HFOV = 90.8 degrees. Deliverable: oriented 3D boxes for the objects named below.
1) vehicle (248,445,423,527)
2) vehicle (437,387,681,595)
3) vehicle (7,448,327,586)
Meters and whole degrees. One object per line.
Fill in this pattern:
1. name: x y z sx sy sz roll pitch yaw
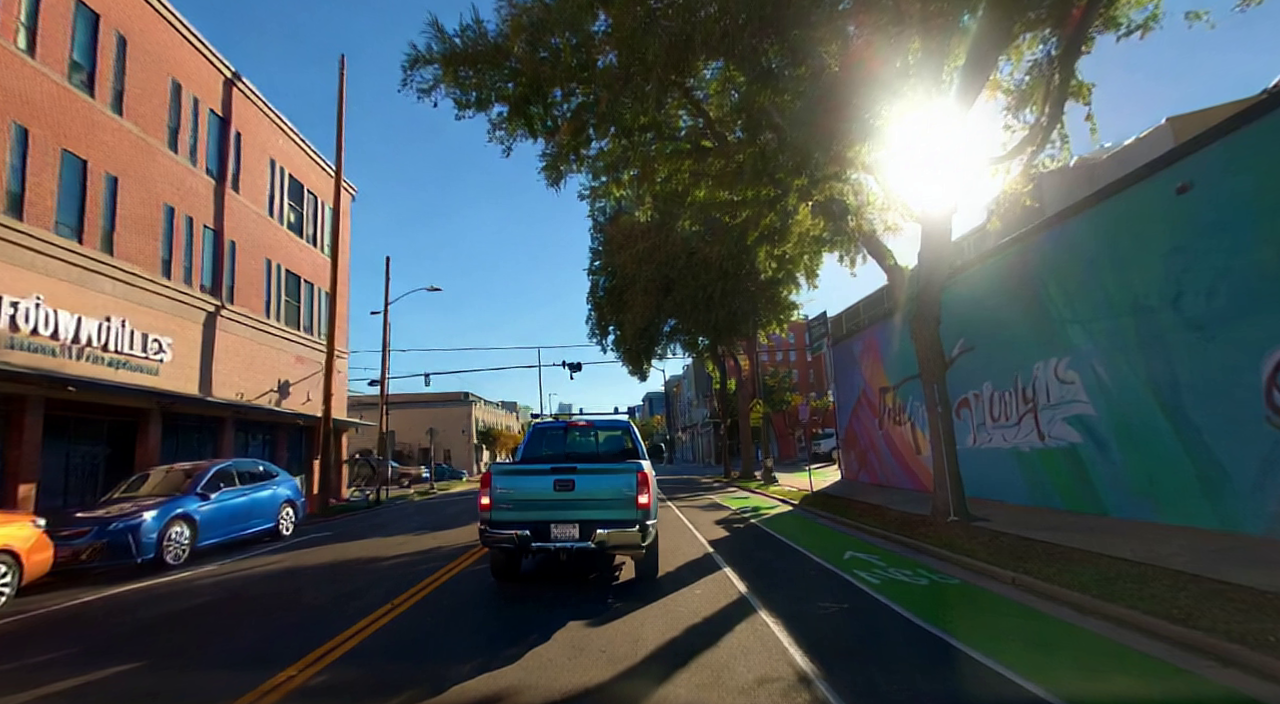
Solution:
1. vehicle: -7.383 3.237 16.063 1.884 1.730 5.076 0 -8 0
2. vehicle: -0.709 1.603 8.143 2.215 1.882 4.611 0 -8 1
3. vehicle: -7.165 2.453 10.376 1.882 1.686 4.489 0 -8 -2
